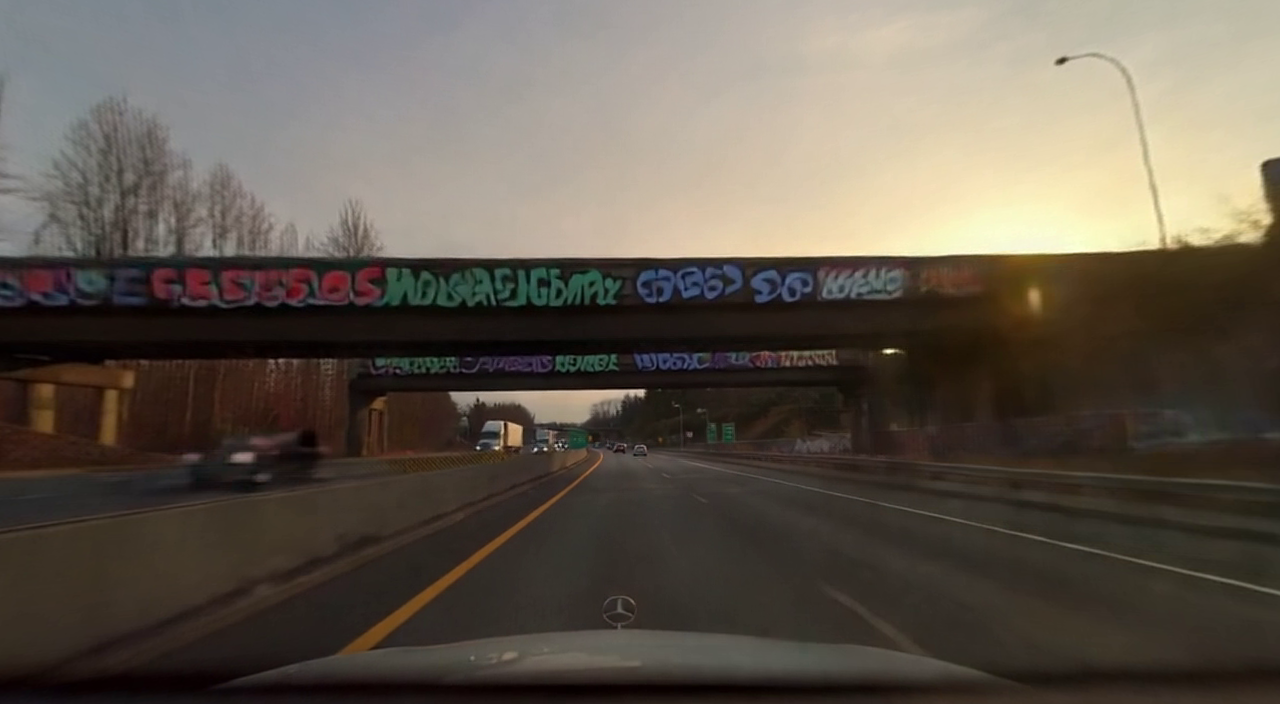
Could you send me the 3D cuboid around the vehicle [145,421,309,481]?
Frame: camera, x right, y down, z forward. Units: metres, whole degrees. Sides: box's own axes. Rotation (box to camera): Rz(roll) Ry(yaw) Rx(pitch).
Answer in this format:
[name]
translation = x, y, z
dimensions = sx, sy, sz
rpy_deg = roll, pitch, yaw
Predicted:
[vehicle]
translation = -11.938, 2.919, 18.547
dimensions = 1.953, 1.574, 4.212
rpy_deg = 0, -9, 0
